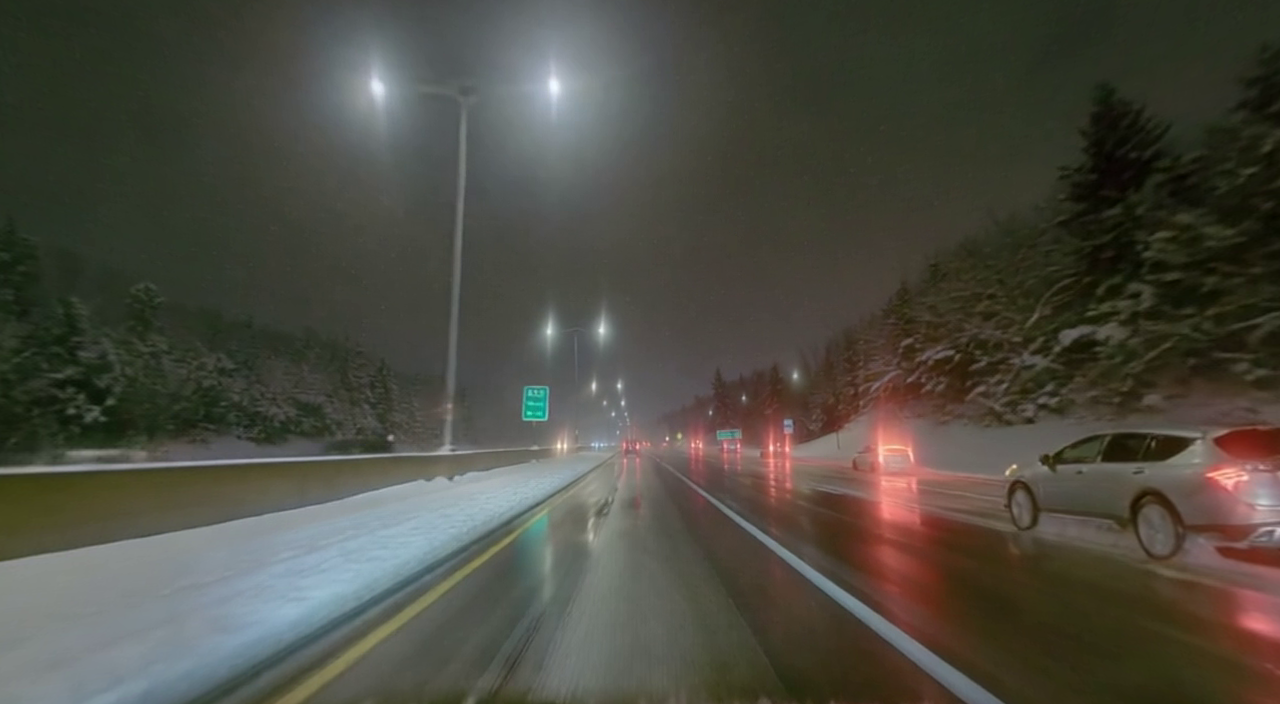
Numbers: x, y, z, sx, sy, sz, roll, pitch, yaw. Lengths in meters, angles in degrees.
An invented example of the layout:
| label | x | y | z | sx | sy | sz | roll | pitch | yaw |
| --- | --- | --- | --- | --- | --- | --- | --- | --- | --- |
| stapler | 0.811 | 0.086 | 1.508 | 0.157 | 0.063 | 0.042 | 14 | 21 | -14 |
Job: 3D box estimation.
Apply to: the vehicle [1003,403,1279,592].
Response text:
| label | x | y | z | sx | sy | sz | roll | pitch | yaw |
| --- | --- | --- | --- | --- | --- | --- | --- | --- | --- |
| vehicle | 6.749 | 1.591 | 7.574 | 2.027 | 1.679 | 4.543 | 0 | -8 | -1 |

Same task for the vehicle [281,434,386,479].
| label | x | y | z | sx | sy | sz | roll | pitch | yaw |
| --- | --- | --- | --- | --- | --- | --- | --- | --- | --- |
| vehicle | -10.931 | 3.725 | 22.884 | 1.751 | 1.436 | 4.133 | 1 | -8 | -1 |

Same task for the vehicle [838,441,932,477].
| label | x | y | z | sx | sy | sz | roll | pitch | yaw |
| --- | --- | --- | --- | --- | --- | --- | --- | --- | --- |
| vehicle | 11.165 | 4.893 | 29.299 | 2.194 | 1.489 | 5.141 | 0 | -8 | -1 |

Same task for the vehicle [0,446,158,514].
| label | x | y | z | sx | sy | sz | roll | pitch | yaw |
| --- | --- | --- | --- | --- | --- | --- | --- | --- | --- |
| vehicle | -14.744 | 3.090 | 15.811 | 2.002 | 1.427 | 4.270 | 0 | -8 | 0 |

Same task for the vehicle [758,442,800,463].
| label | x | y | z | sx | sy | sz | roll | pitch | yaw |
| --- | --- | --- | --- | --- | --- | --- | --- | --- | --- |
| vehicle | 10.680 | 7.737 | 48.914 | 1.962 | 1.536 | 4.945 | 0 | -8 | -2 |
